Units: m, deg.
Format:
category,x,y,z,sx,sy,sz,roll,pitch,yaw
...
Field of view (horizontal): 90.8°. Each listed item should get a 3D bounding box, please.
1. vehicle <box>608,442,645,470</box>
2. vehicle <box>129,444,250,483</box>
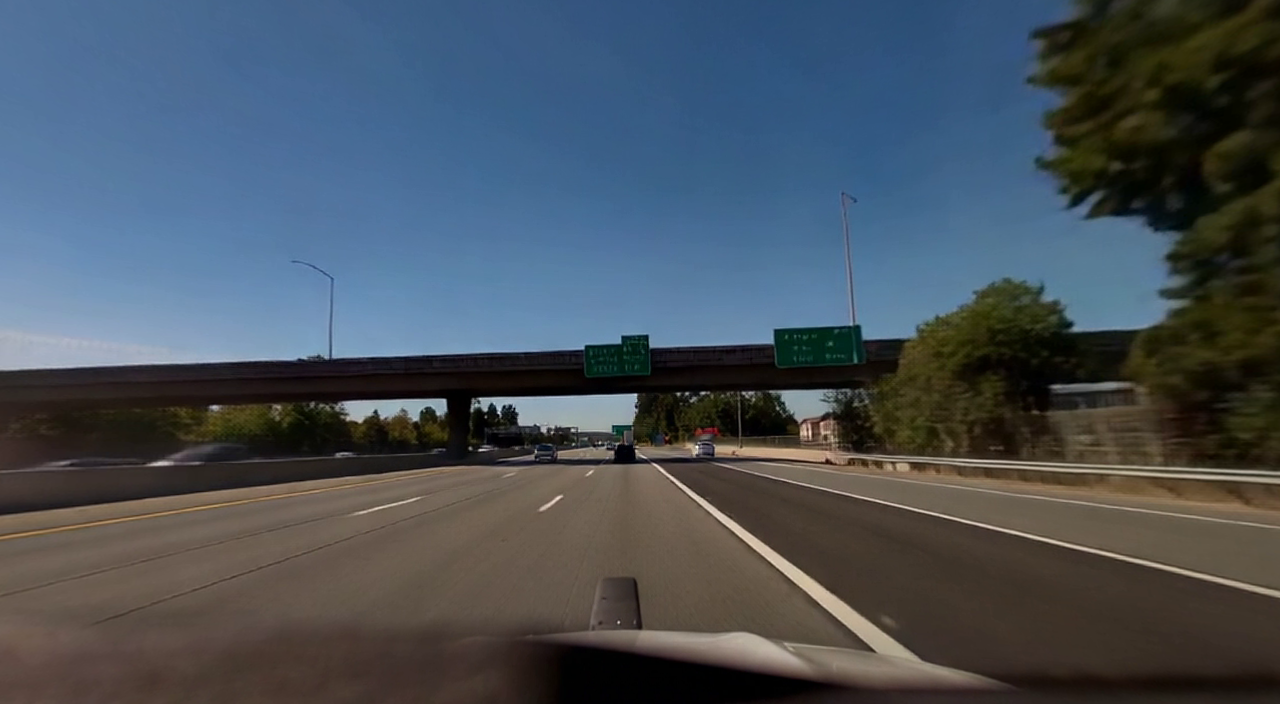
category,x,y,z,sx,sy,sz,roll,pitch,yaw
vehicle,-0.777,5.855,35.870,2.012,1.471,4.059,0,-8,-2
vehicle,-20.151,4.973,28.591,1.975,1.609,4.840,0,-8,-1
